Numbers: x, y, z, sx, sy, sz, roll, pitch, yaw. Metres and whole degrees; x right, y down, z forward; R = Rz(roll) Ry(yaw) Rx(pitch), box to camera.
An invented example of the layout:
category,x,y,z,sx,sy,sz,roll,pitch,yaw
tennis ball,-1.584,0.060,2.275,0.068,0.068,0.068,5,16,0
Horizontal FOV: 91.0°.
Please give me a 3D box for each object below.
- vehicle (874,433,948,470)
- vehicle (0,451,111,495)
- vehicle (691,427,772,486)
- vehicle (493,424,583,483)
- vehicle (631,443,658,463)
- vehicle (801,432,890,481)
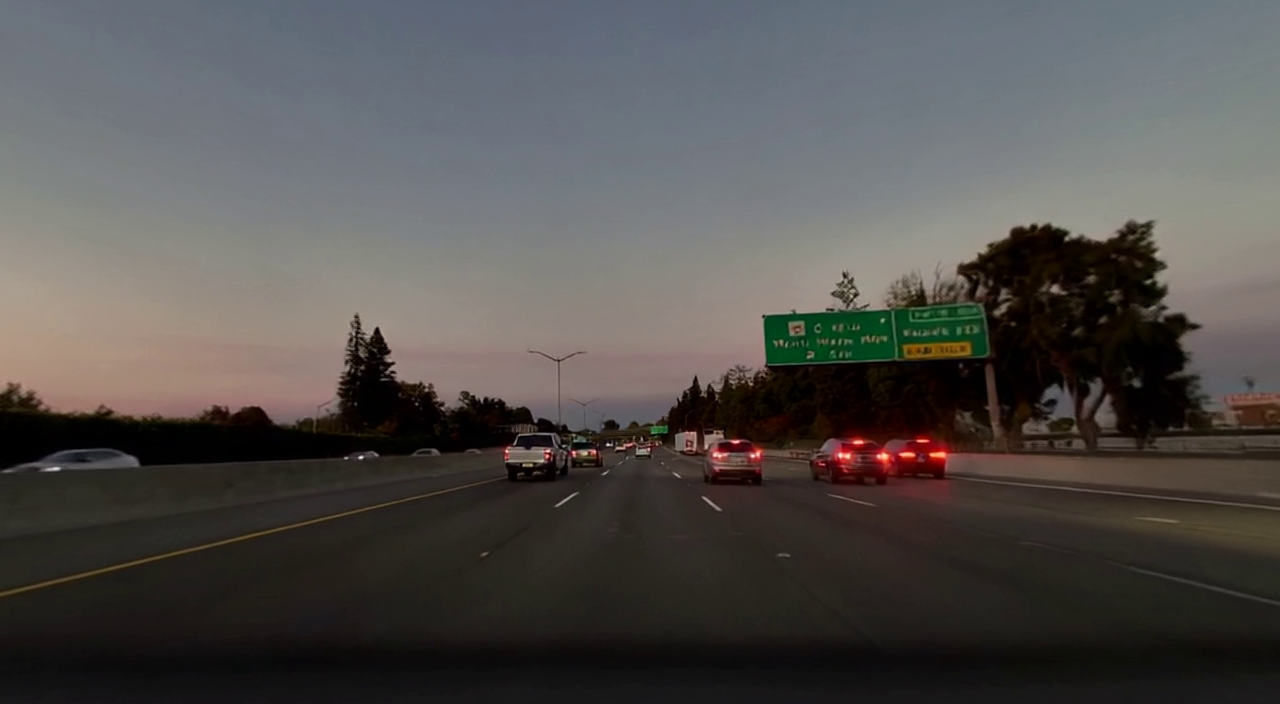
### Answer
category,x,y,z,sx,sy,sz,roll,pitch,yaw
vehicle,13.783,5.100,32.346,2.010,1.765,4.375,0,-9,3
vehicle,-24.109,4.727,24.998,1.968,1.518,4.676,0,-9,2
vehicle,2.918,3.442,20.978,2.181,1.728,3.970,0,-9,1
vehicle,-3.365,3.501,21.830,2.199,1.777,4.790,0,-9,1
vehicle,0.347,8.016,49.938,2.047,1.493,3.890,1,-9,0
vehicle,7.727,3.962,24.101,2.022,1.682,4.226,0,-9,1
